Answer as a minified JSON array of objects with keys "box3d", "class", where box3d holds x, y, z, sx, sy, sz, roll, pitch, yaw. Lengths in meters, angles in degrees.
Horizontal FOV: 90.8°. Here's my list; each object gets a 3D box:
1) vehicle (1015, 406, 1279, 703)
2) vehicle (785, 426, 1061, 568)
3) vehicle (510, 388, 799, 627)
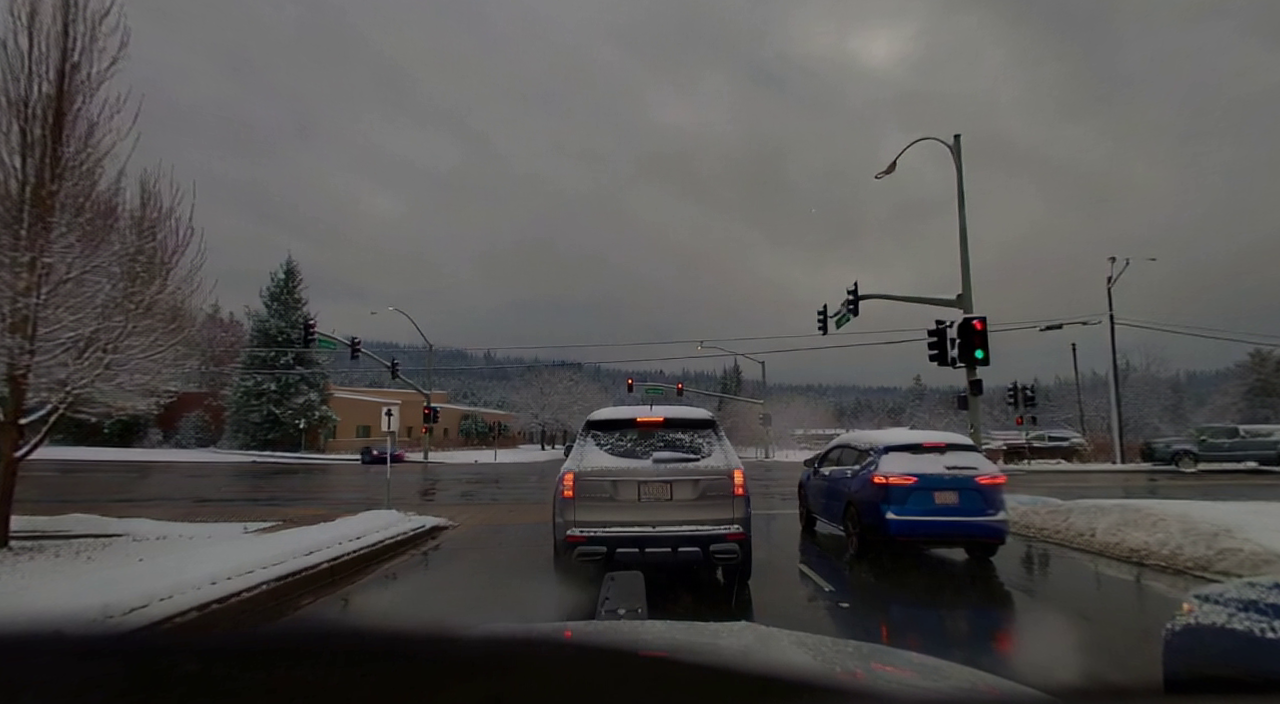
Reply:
[{"box3d":[3.157,0.815,1.426,1.924,1.466,4.461,0,-8,1],"class":"vehicle"},{"box3d":[3.527,1.868,8.936,1.861,1.495,4.215,0,-8,-1],"class":"vehicle"},{"box3d":[0.108,1.499,7.076,2.170,1.793,4.468,0,-8,0],"class":"vehicle"}]
